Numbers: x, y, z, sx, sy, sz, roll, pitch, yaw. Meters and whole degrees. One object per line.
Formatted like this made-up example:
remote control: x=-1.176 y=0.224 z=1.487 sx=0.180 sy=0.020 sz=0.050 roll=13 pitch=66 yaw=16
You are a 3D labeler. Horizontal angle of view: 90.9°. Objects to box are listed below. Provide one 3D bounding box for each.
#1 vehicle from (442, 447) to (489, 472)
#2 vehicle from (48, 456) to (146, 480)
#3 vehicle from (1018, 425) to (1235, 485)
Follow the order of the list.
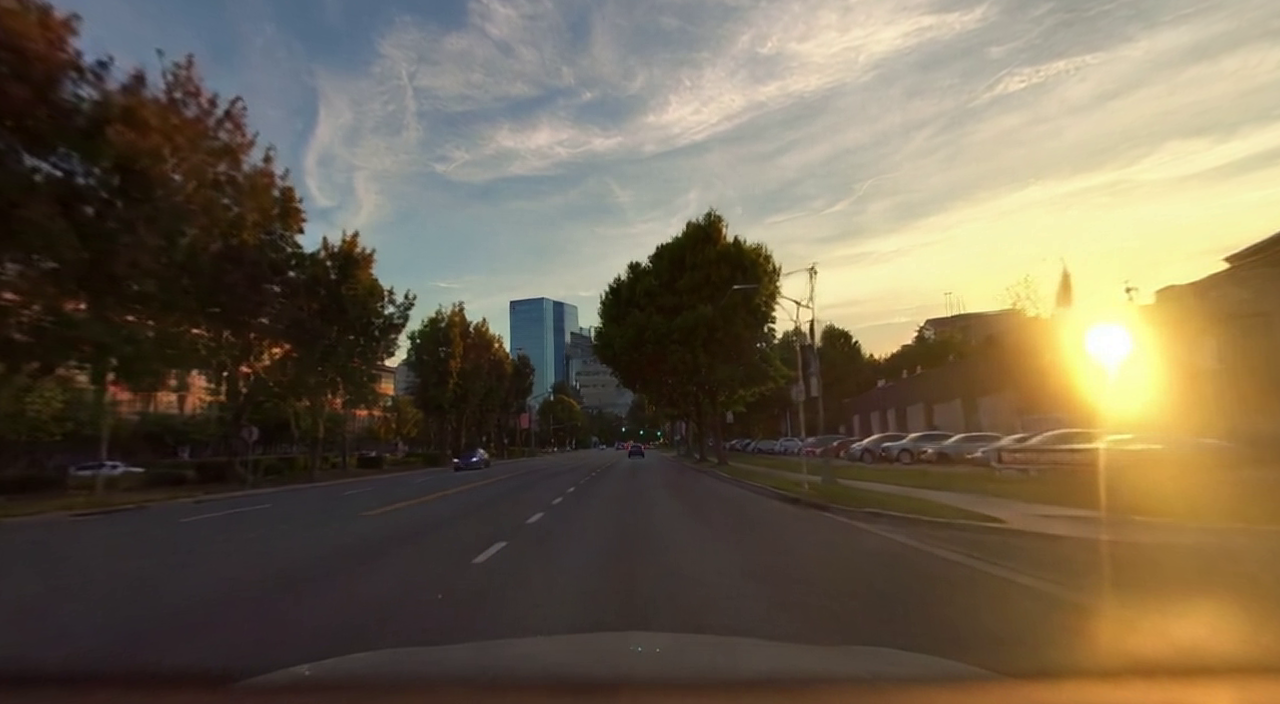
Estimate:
vehicle: x=-12.133 y=7.483 z=44.131 sx=2.096 sy=1.509 sz=4.666 roll=-1 pitch=-8 yaw=-1
vehicle: x=-39.674 y=8.450 z=46.153 sx=5.232 sy=1.633 sz=1.950 roll=0 pitch=-8 yaw=-3
vehicle: x=14.221 y=3.019 z=18.641 sx=4.854 sy=1.649 sz=1.886 roll=0 pitch=-8 yaw=-2
